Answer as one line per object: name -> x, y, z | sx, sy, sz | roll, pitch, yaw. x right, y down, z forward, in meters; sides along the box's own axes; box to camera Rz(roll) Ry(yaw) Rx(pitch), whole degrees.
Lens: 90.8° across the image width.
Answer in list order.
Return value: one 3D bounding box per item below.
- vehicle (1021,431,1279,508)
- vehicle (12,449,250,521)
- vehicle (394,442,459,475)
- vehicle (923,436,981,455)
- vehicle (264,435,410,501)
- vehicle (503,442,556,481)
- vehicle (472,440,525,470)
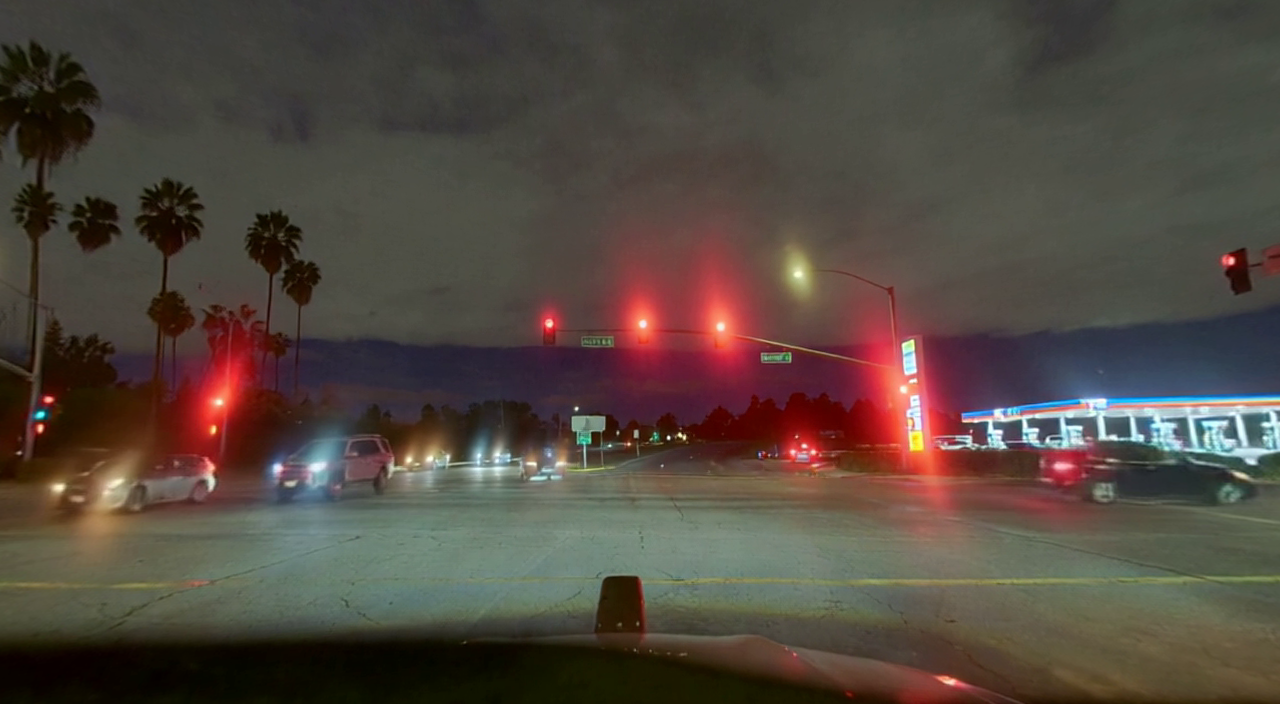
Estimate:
vehicle -> 12.377, 2.777, 15.206 | 4.938, 1.651, 2.138 | -1, -9, 8
vehicle -> -11.807, 3.060, 15.191 | 1.966, 1.455, 4.493 | 0, -9, 0
vehicle -> -11.874, 5.950, 35.502 | 1.973, 1.712, 4.872 | 0, -9, 0
vehicle -> 22.538, 6.766, 45.664 | 3.356, 1.395, 1.559 | 0, -9, -1
vehicle -> -8.512, 3.286, 18.275 | 2.156, 1.662, 4.186 | 0, -9, -1
vehicle -> -4.620, 4.522, 26.460 | 1.983, 1.464, 4.579 | 1, -9, -10
vehicle -> -8.553, 6.296, 38.607 | 2.124, 1.701, 4.551 | 0, -9, 1
